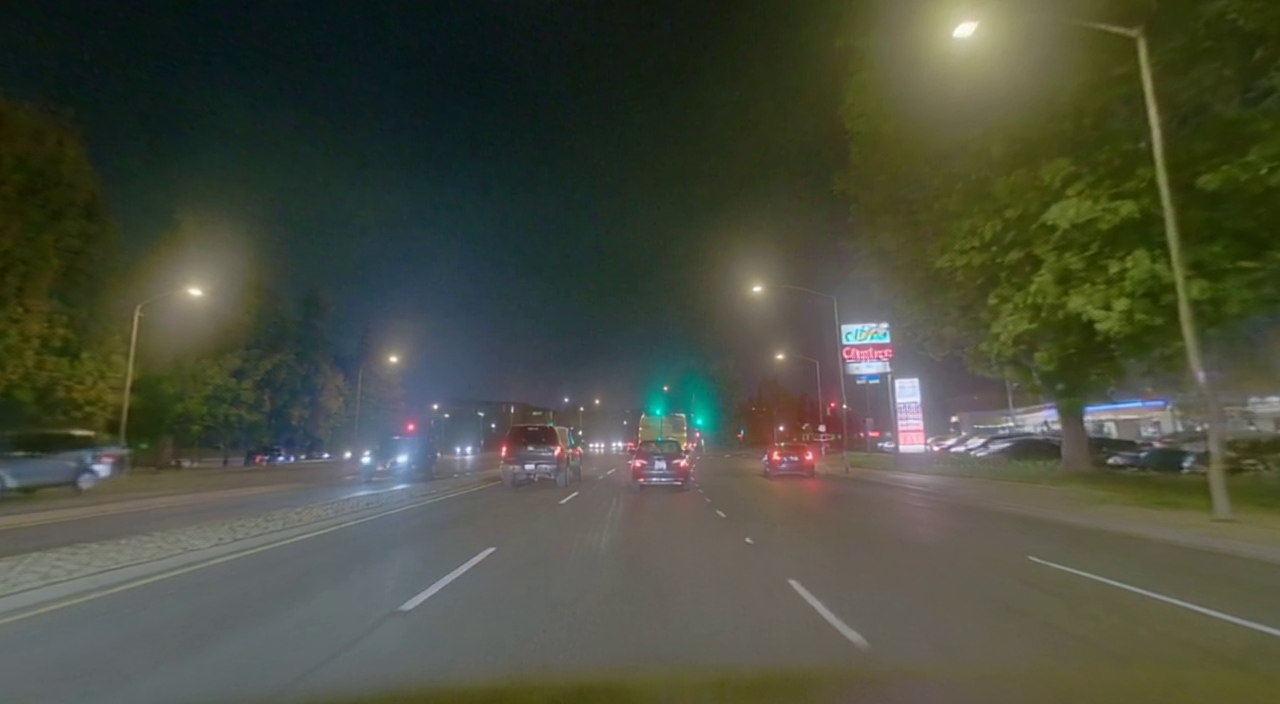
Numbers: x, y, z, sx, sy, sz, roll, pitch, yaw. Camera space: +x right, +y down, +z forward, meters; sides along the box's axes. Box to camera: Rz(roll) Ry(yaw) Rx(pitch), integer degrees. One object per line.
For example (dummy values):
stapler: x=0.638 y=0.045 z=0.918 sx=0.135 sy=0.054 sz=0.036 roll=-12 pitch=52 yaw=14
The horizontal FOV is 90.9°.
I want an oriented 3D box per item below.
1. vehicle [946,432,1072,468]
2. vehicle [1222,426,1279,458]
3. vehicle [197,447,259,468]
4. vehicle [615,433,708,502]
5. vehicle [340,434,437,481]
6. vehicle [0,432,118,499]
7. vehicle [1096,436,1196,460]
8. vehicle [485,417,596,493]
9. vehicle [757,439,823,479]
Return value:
vehicle: x=16.242 y=4.345 z=27.927 sx=4.323 sy=1.496 sz=1.937 roll=0 pitch=-8 yaw=0
vehicle: x=40.807 y=5.719 z=40.235 sx=2.228 sy=1.964 sz=5.053 roll=-2 pitch=-8 yaw=-2
vehicle: x=-31.791 y=8.111 z=48.662 sx=3.835 sy=1.549 sz=1.755 roll=6 pitch=-10 yaw=-36
vehicle: x=0.467 y=2.856 z=16.016 sx=2.061 sy=1.494 sz=4.079 roll=0 pitch=-8 yaw=0
vehicle: x=-8.771 y=3.706 z=22.360 sx=1.795 sy=1.508 sz=4.057 roll=0 pitch=-8 yaw=-1
vehicle: x=-18.712 y=3.345 z=18.835 sx=2.141 sy=1.820 sz=4.690 roll=0 pitch=-8 yaw=0
vehicle: x=31.861 y=6.062 z=39.893 sx=1.903 sy=1.447 sz=4.820 roll=1 pitch=-9 yaw=-8
vehicle: x=-2.749 y=3.049 z=18.972 sx=2.289 sy=1.935 sz=5.227 roll=0 pitch=-8 yaw=2
vehicle: x=6.112 y=4.378 z=26.165 sx=1.900 sy=1.507 sz=4.151 roll=0 pitch=-8 yaw=3
